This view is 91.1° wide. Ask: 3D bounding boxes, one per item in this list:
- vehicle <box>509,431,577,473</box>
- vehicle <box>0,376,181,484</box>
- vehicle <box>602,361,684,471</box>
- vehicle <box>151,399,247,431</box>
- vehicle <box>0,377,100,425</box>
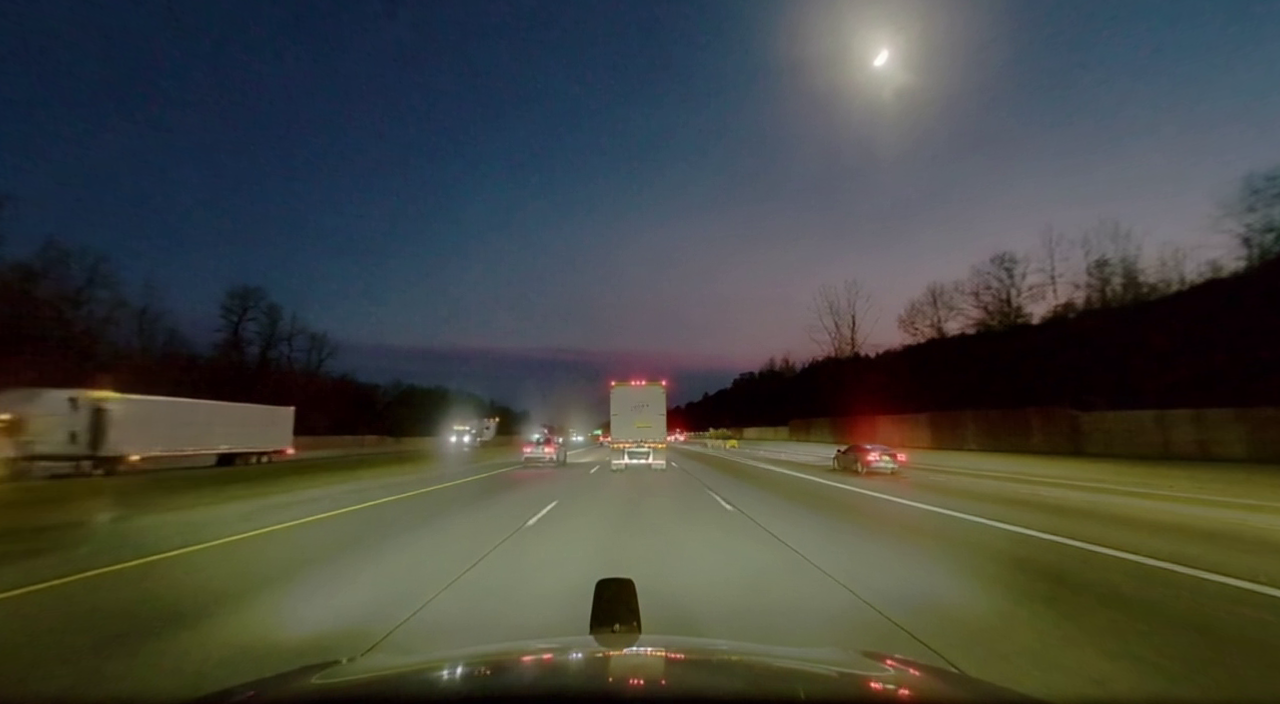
[{"bbox_3d":[-3.785,3.992,25.361,2.005,1.521,4.454,0,-8,0],"label":"vehicle"},{"bbox_3d":[-25.305,3.433,27.116,3.074,3.969,10.465,0,-8,0],"label":"vehicle"},{"bbox_3d":[0.076,3.429,31.172,2.965,3.972,16.689,0,-8,0],"label":"vehicle"},{"bbox_3d":[-25.345,3.708,36.416,1.830,1.638,5.285,0,-8,-1],"label":"vehicle"},{"bbox_3d":[-25.288,2.067,25.677,2.062,1.683,4.981,0,-8,0],"label":"vehicle"}]
